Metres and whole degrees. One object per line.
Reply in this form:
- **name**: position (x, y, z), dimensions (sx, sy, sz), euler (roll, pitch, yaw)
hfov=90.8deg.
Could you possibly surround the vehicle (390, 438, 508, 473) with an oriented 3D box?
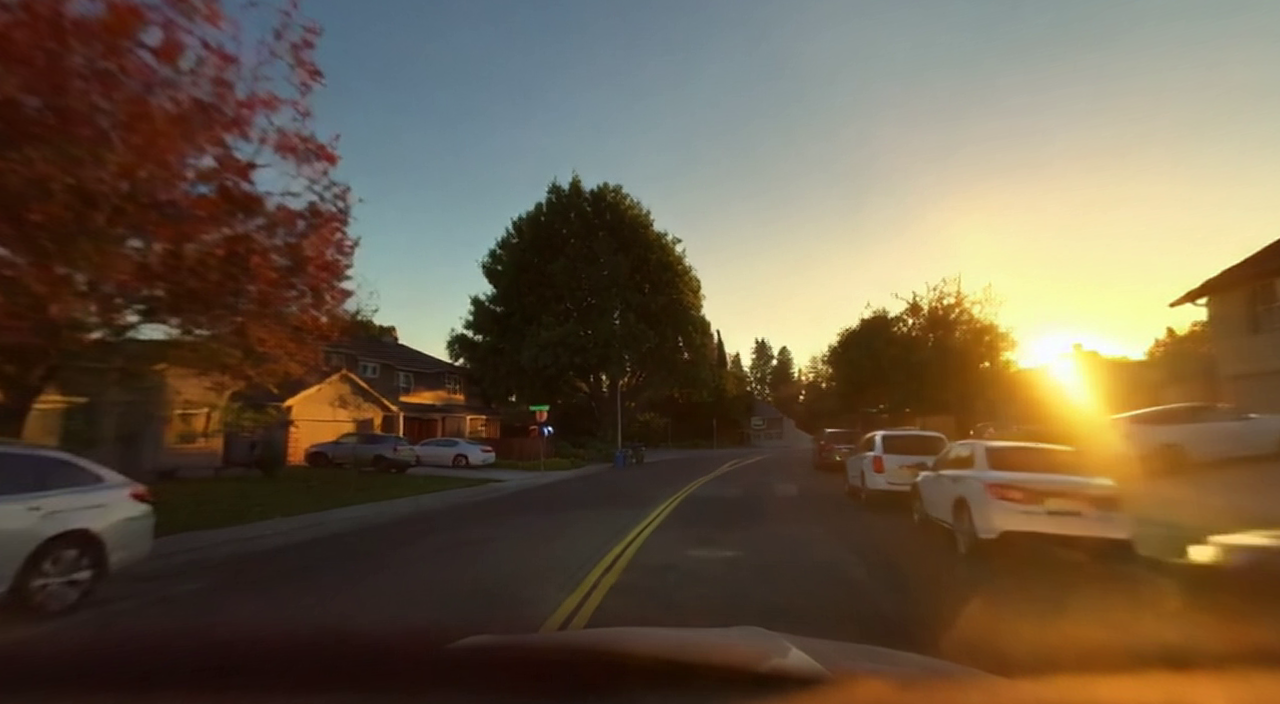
- **vehicle**: position (-8.283, 4.486, 27.556), dimensions (4.455, 1.419, 2.017), euler (-2, -9, 12)

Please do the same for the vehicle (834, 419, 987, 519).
- **vehicle**: position (5.655, 2.492, 13.943), dimensions (2.194, 1.786, 4.704), euler (-2, -9, 12)

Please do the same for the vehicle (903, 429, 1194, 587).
- **vehicle**: position (4.701, 1.771, 7.977), dimensions (1.806, 1.486, 3.535), euler (-2, -9, 11)

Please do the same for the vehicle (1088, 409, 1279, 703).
- **vehicle**: position (3.754, 0.809, 1.529), dimensions (2.045, 1.478, 4.914), euler (-1, -9, 5)

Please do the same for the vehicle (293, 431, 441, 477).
- **vehicle**: position (-10.115, 3.794, 23.543), dimensions (4.635, 1.594, 2.132), euler (-2, -9, 13)

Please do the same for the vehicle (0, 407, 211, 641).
- **vehicle**: position (-5.773, 1.206, 4.233), dimensions (2.030, 1.696, 4.828), euler (-1, -9, 7)
